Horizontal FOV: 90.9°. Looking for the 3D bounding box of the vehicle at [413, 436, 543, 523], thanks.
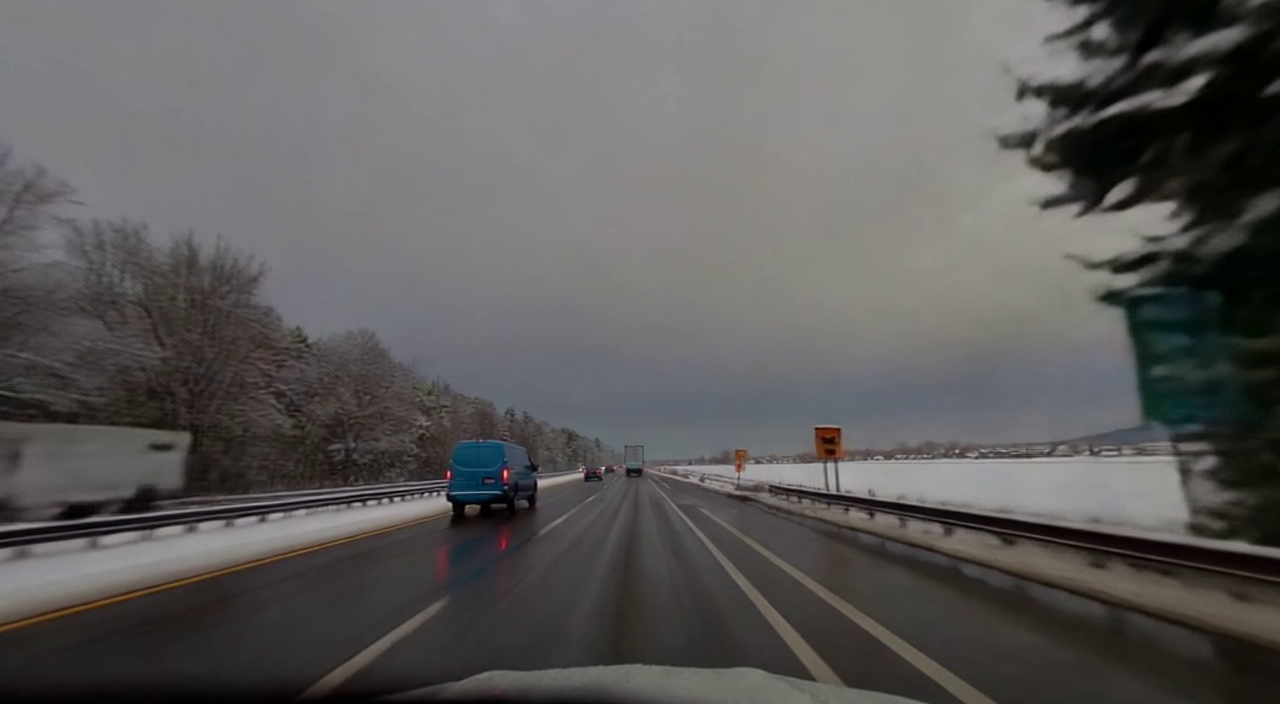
[{"bbox_3d":[-4.125,3.391,17.033,2.208,1.973,4.716,1,-10,0],"label":"vehicle"}]
